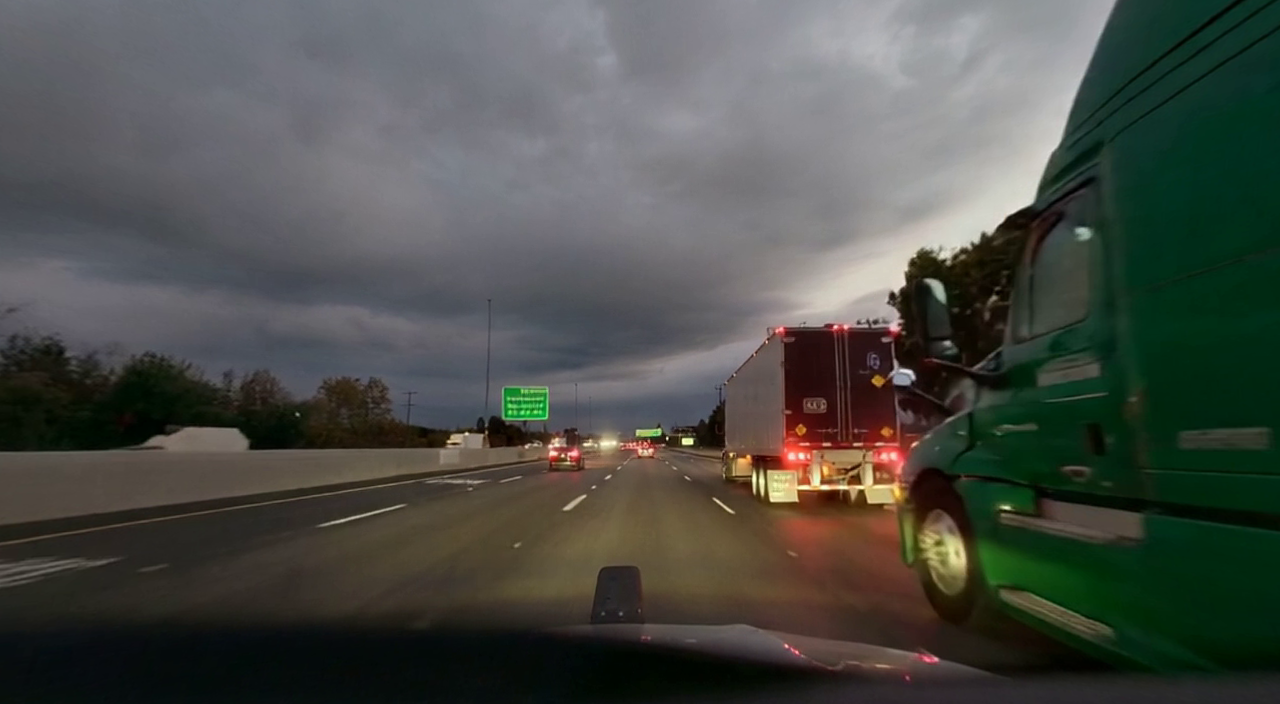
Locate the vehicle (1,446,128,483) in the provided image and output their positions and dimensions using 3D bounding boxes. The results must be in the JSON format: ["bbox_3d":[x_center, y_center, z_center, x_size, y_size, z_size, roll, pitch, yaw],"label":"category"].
[{"bbox_3d":[-24.950,4.857,27.502,1.858,1.516,3.827,0,-9,1],"label":"vehicle"}]

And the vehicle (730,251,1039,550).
[{"bbox_3d":[3.743,1.122,12.109,3.042,4.037,7.253,0,-9,1],"label":"vehicle"}]

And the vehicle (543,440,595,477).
[{"bbox_3d":[-3.367,5.145,30.556,2.000,1.658,4.155,0,-9,1],"label":"vehicle"}]
